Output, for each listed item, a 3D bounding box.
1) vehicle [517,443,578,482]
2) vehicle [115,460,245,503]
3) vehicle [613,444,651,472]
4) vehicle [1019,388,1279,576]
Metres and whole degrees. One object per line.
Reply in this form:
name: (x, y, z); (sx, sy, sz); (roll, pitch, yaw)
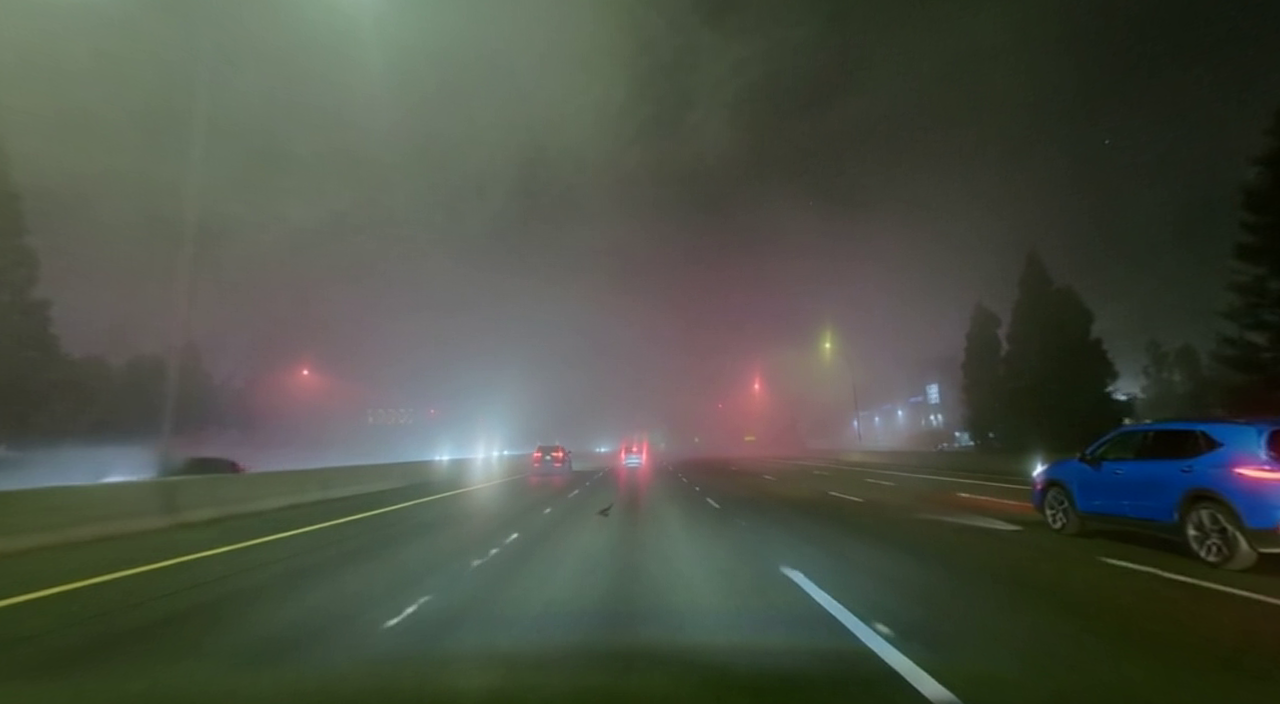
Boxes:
vehicle: (-3.791, 4.602, 26.690); (1.886, 1.465, 4.625); (-1, -9, 0)
vehicle: (-18.942, 5.315, 26.352); (1.937, 1.502, 4.721); (0, -9, -2)
vehicle: (-0.442, 6.026, 36.043); (1.997, 1.485, 4.094); (-1, -9, 0)
vehicle: (7.207, 1.504, 7.796); (2.028, 1.801, 4.741); (-1, -9, -1)
